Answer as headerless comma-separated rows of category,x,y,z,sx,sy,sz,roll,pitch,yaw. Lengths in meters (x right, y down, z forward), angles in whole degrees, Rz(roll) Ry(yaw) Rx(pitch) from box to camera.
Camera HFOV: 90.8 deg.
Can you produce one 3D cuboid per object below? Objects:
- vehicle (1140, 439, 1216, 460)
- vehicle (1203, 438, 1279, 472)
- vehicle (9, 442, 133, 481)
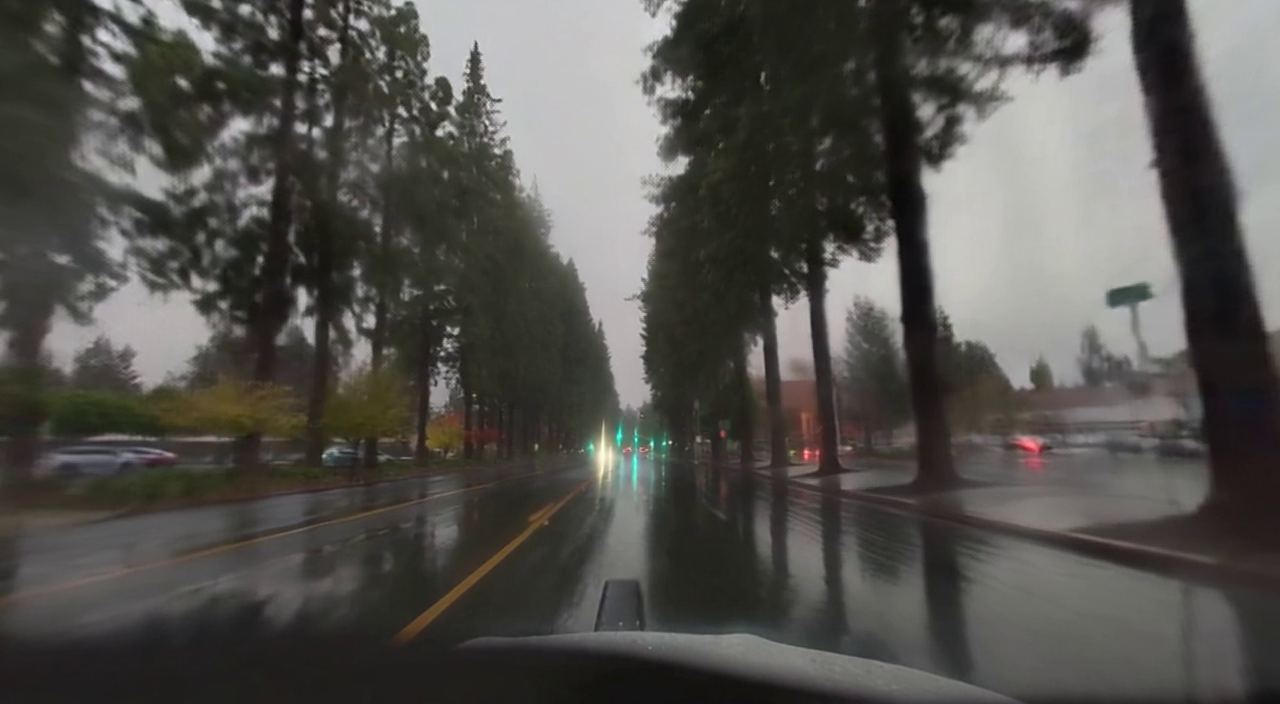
vehicle,42.109,7.605,49.582,1.875,1.482,4.768,-2,-8,2
vehicle,34.035,5.589,34.517,1.999,1.674,4.627,-2,-8,-3
vehicle,-23.788,4.581,26.504,3.548,1.544,1.641,0,-9,1
